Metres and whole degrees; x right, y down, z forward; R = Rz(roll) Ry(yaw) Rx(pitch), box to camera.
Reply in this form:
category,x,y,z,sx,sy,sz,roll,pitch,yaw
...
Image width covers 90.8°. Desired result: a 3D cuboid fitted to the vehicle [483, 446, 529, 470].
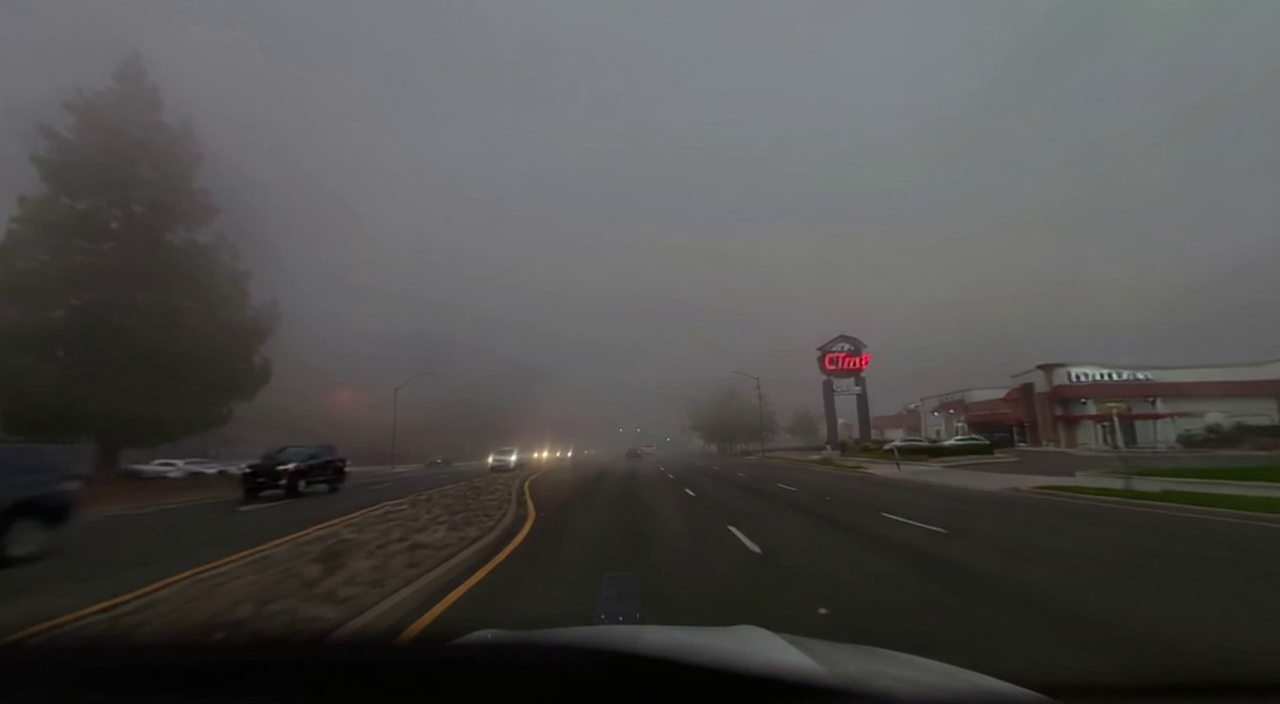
category,x,y,z,sx,sy,sz,roll,pitch,yaw
vehicle,-8.765,6.945,41.646,1.959,1.505,4.622,0,-9,0

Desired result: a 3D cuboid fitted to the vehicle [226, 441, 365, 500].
category,x,y,z,sx,sy,sz,roll,pitch,yaw
vehicle,-11.683,4.019,21.945,2.066,1.798,4.838,0,-9,0
